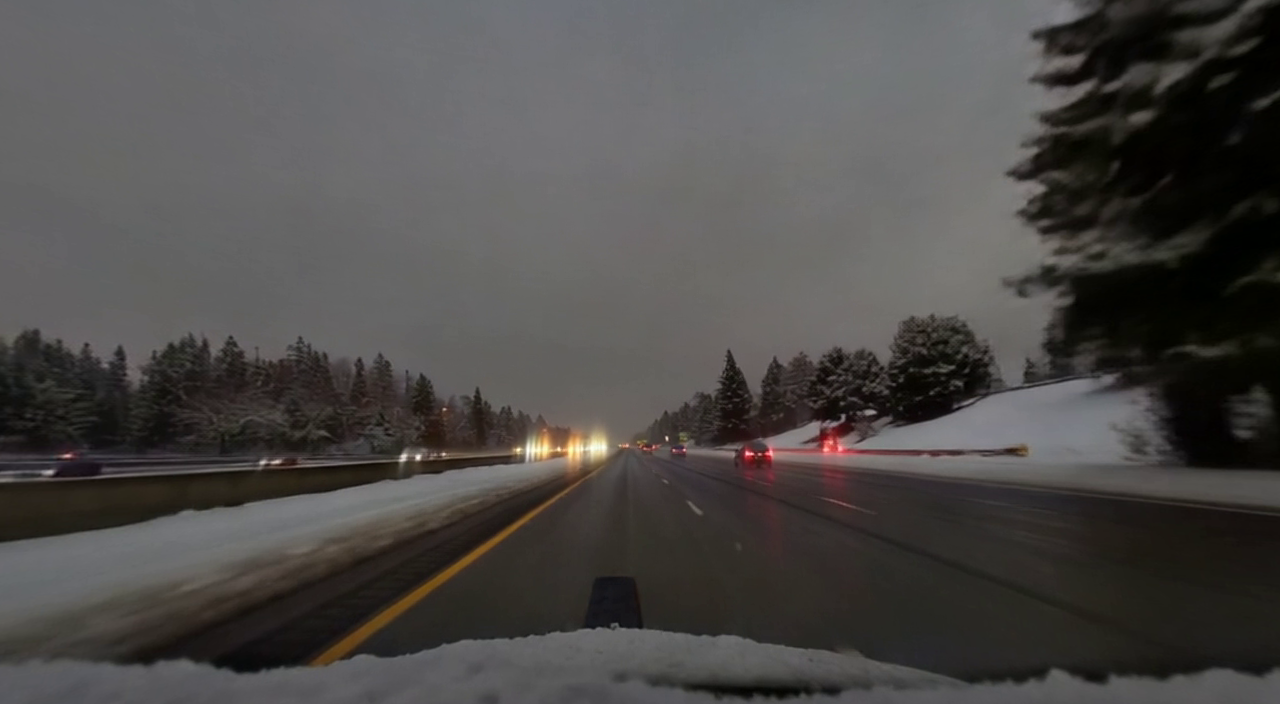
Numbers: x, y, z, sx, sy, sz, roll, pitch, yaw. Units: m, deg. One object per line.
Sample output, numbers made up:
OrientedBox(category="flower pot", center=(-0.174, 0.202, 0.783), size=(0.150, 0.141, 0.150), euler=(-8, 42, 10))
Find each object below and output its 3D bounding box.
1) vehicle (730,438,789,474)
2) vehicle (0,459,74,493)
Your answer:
OrientedBox(category="vehicle", center=(6.038, 5.304, 32.434), size=(2.030, 1.706, 4.279), euler=(0, -9, -2))
OrientedBox(category="vehicle", center=(-33.531, 6.583, 33.735), size=(2.222, 1.647, 4.871), euler=(0, -9, -4))
